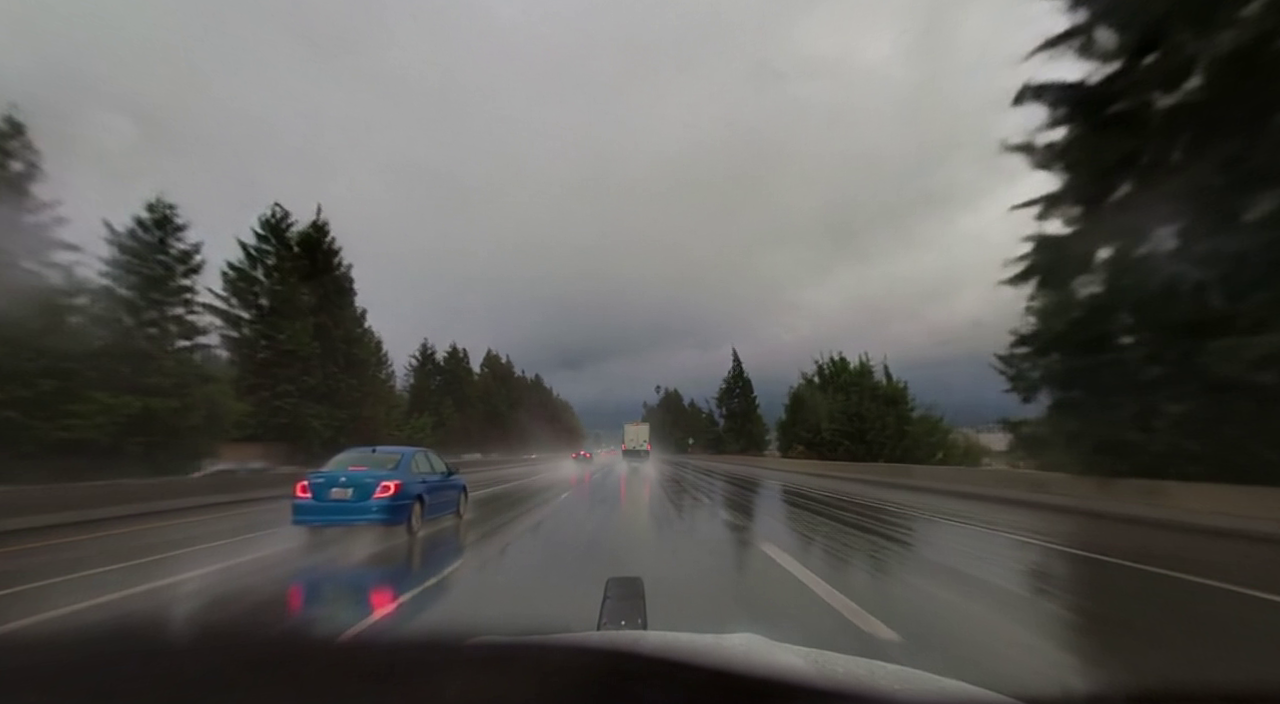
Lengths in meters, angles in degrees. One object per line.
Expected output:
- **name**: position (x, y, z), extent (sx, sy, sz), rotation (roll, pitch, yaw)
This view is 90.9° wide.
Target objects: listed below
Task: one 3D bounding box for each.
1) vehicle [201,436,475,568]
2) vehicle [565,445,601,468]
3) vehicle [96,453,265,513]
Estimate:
- **vehicle**: position (-4.069, 2.071, 9.552), extent (1.916, 1.506, 4.476), rotation (0, -9, 0)
- **vehicle**: position (-4.334, 7.971, 48.267), extent (2.311, 1.655, 4.382), rotation (0, -9, 0)
- **vehicle**: position (-13.688, 3.872, 19.163), extent (2.001, 1.574, 4.157), rotation (0, -9, 0)
